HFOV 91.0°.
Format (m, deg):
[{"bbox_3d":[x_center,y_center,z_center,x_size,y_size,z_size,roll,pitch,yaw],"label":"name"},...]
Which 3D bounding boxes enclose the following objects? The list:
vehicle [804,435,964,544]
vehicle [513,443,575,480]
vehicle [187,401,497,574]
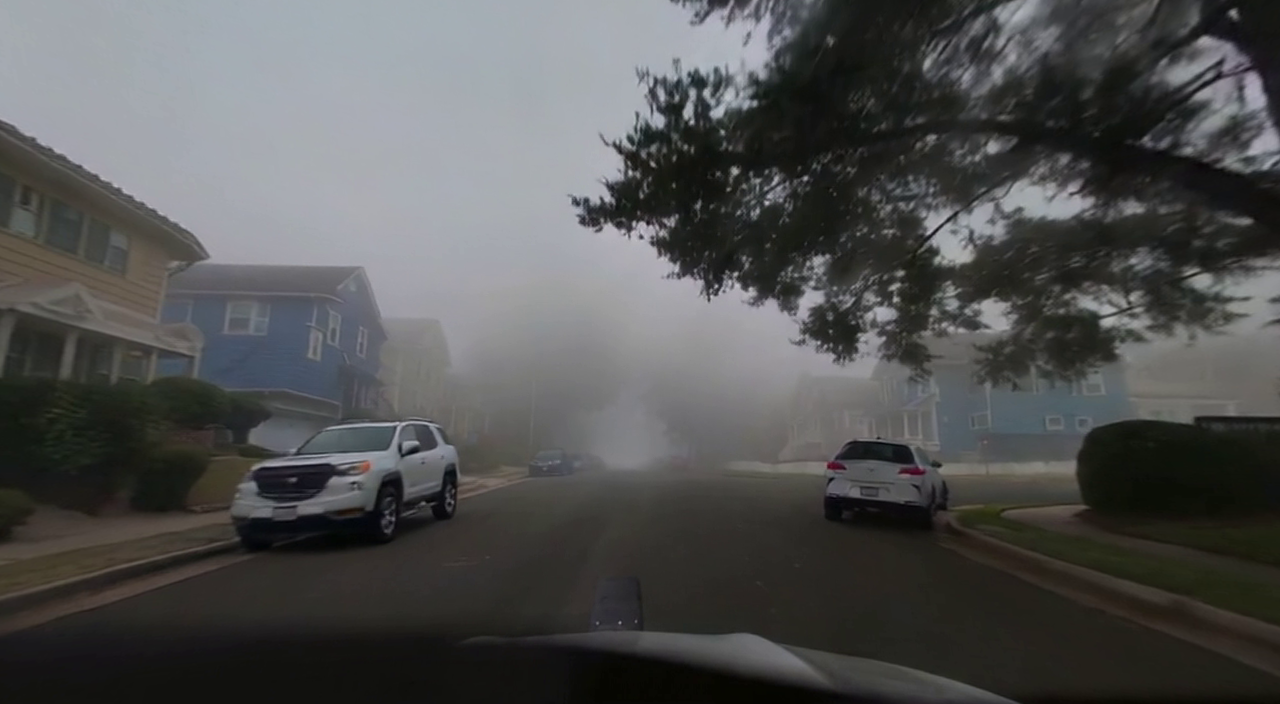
[{"bbox_3d":[4.692,2.330,11.624,2.139,1.533,4.676,-3,-9,28],"label":"vehicle"},{"bbox_3d":[-4.375,5.071,29.392,2.080,1.471,4.638,2,-9,1],"label":"vehicle"},{"bbox_3d":[-4.105,1.793,10.147,2.131,1.851,5.650,1,-4,2],"label":"vehicle"}]
